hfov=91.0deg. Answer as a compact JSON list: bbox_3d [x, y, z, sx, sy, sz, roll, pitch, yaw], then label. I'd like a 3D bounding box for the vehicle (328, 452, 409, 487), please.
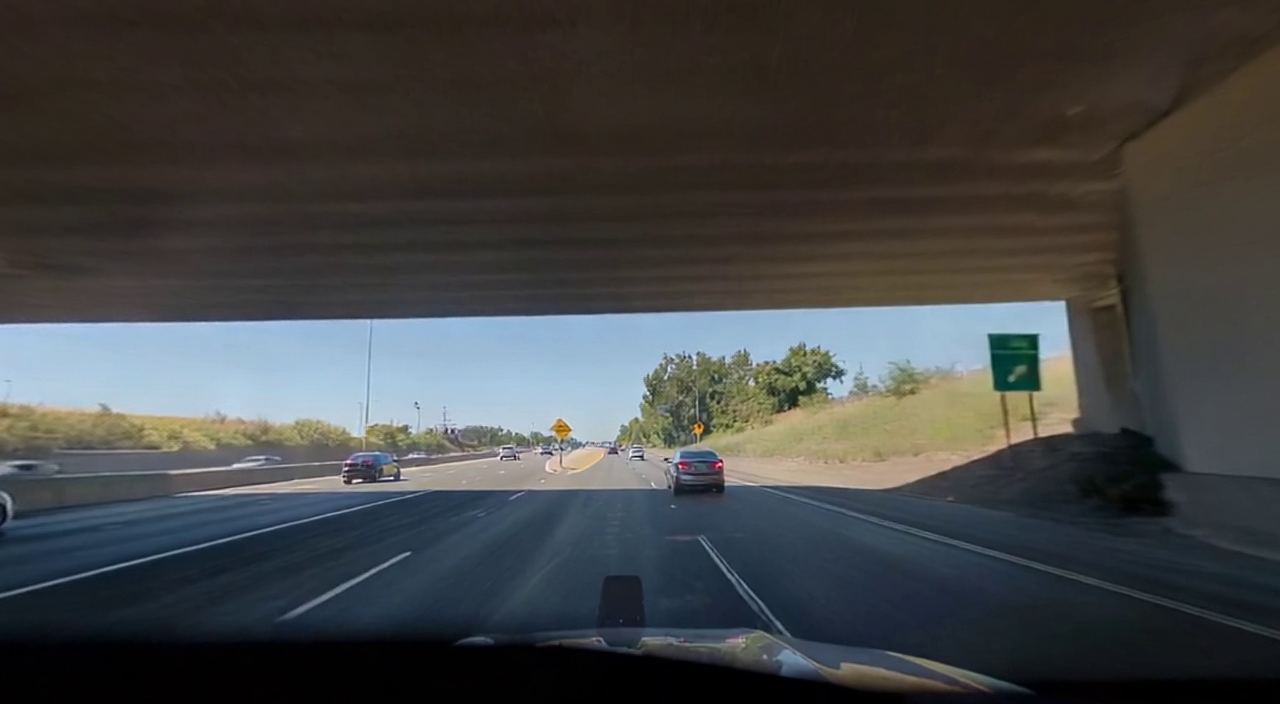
[{"bbox_3d":[-13.286,5.750,31.166,2.072,1.545,4.687,1,-9,-3],"label":"vehicle"}]

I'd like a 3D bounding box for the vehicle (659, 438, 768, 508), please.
[{"bbox_3d":[1.700,3.026,16.215,2.079,1.535,4.316,1,-9,-3],"label":"vehicle"}]
